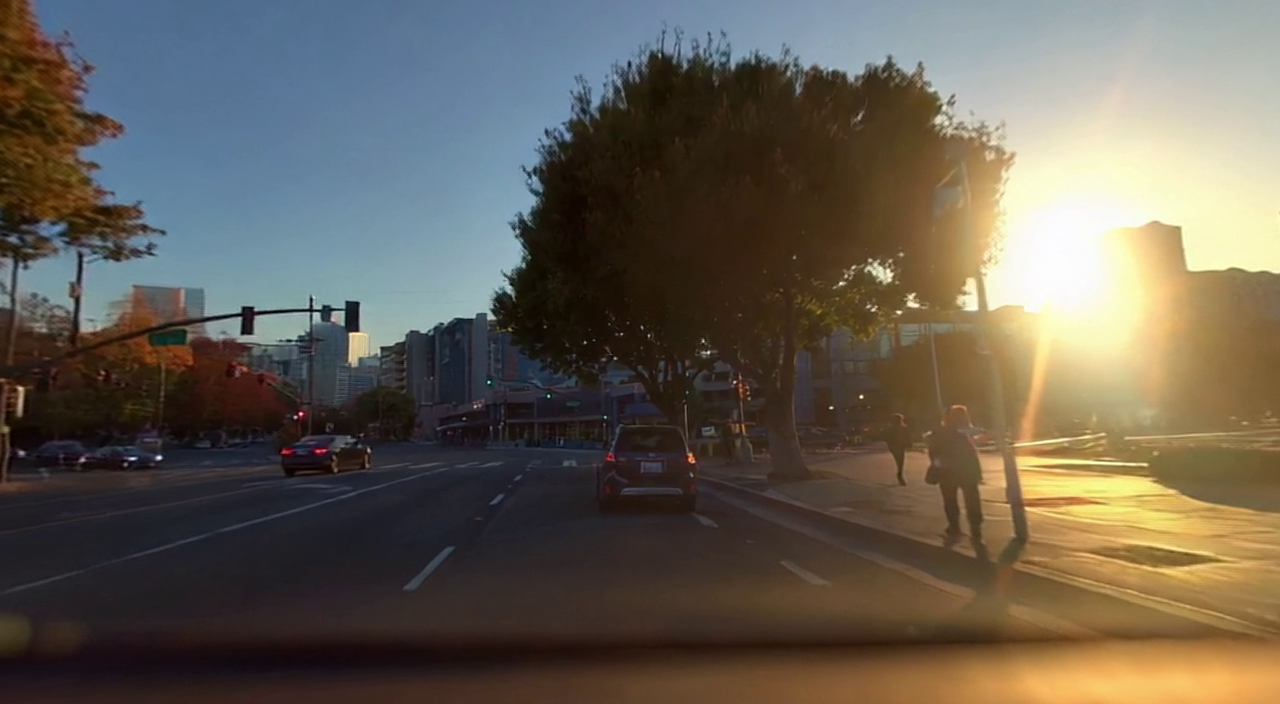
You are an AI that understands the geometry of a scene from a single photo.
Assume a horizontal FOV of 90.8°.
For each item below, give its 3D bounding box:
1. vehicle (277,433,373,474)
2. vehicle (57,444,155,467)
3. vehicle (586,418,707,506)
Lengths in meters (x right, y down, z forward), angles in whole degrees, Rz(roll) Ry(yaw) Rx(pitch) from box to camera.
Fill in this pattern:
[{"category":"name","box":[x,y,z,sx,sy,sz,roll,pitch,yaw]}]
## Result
[{"category":"vehicle","box":[-12.193,3.947,24.817,1.924,1.458,4.448,1,-8,-6]},{"category":"vehicle","box":[-36.697,7.083,43.509,4.692,1.476,1.992,1,-8,-7]},{"category":"vehicle","box":[-0.039,2.444,14.461,2.230,1.683,4.204,1,-8,-7]}]
